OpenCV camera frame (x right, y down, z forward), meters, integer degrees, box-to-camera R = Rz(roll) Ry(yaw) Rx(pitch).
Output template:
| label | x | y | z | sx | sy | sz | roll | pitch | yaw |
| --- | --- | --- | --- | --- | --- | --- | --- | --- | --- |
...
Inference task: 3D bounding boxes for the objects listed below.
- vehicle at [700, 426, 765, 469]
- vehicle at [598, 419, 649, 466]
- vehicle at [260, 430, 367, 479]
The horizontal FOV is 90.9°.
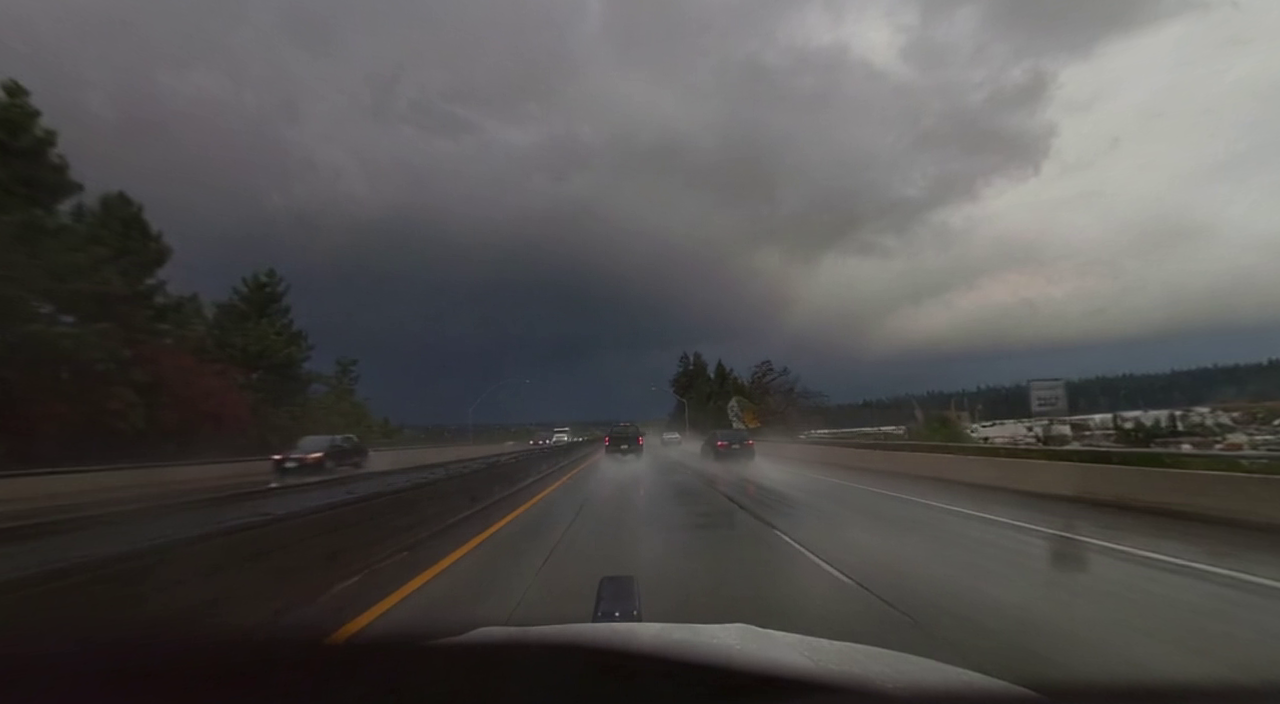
| label | x | y | z | sx | sy | sz | roll | pitch | yaw |
| --- | --- | --- | --- | --- | --- | --- | --- | --- | --- |
| vehicle | 3.750 | 3.958 | 26.324 | 1.981 | 1.606 | 3.956 | 0 | -8 | -2 |
| vehicle | -0.814 | 4.349 | 30.445 | 2.270 | 2.044 | 4.633 | 0 | -8 | -2 |
| vehicle | -14.091 | 4.422 | 27.617 | 2.077 | 1.935 | 5.061 | 0 | -8 | -1 |
